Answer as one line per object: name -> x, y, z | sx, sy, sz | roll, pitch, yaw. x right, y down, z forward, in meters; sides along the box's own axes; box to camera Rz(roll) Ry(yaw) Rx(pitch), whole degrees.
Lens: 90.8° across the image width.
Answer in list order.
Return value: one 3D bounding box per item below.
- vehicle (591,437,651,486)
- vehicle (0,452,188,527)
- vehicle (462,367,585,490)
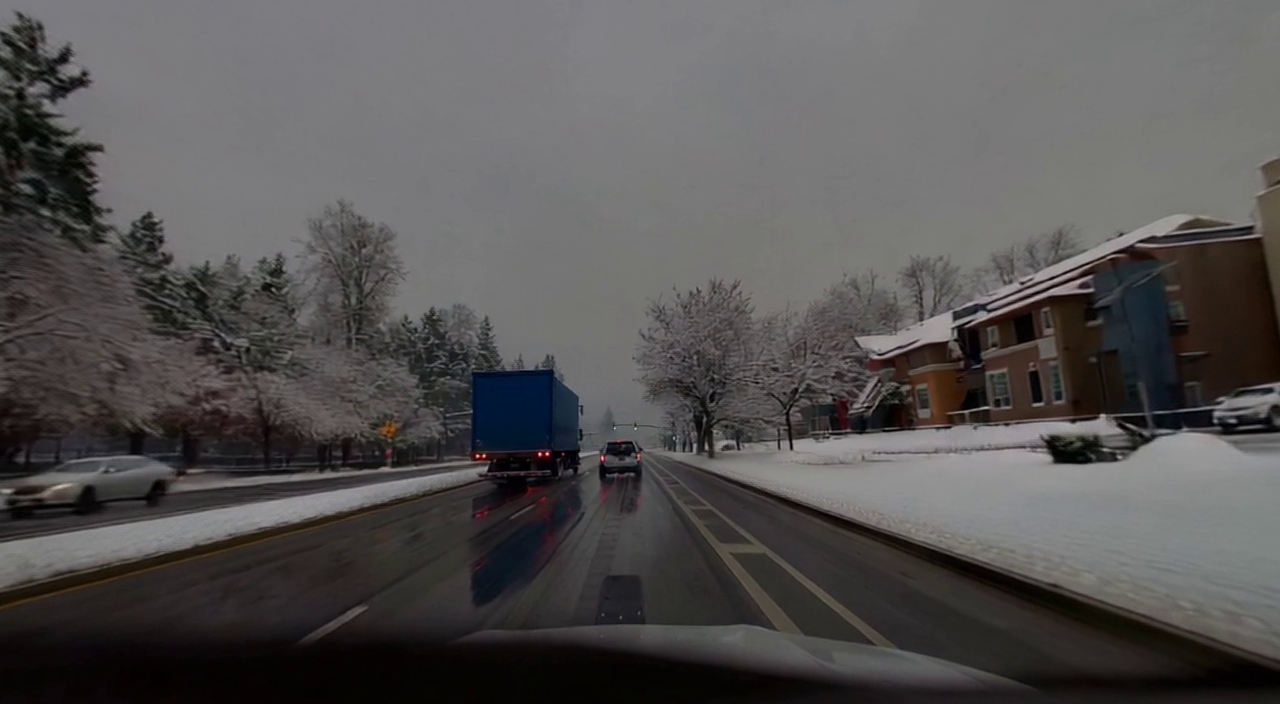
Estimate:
vehicle -> -0.663, 4.101, 23.984 | 2.094, 1.682, 3.866 | 0, -9, 0
vehicle -> -13.969, 3.325, 15.847 | 1.993, 1.568, 4.645 | -1, -9, -3
vehicle -> -4.131, 3.180, 25.254 | 2.996, 3.902, 10.410 | 0, -9, 0
